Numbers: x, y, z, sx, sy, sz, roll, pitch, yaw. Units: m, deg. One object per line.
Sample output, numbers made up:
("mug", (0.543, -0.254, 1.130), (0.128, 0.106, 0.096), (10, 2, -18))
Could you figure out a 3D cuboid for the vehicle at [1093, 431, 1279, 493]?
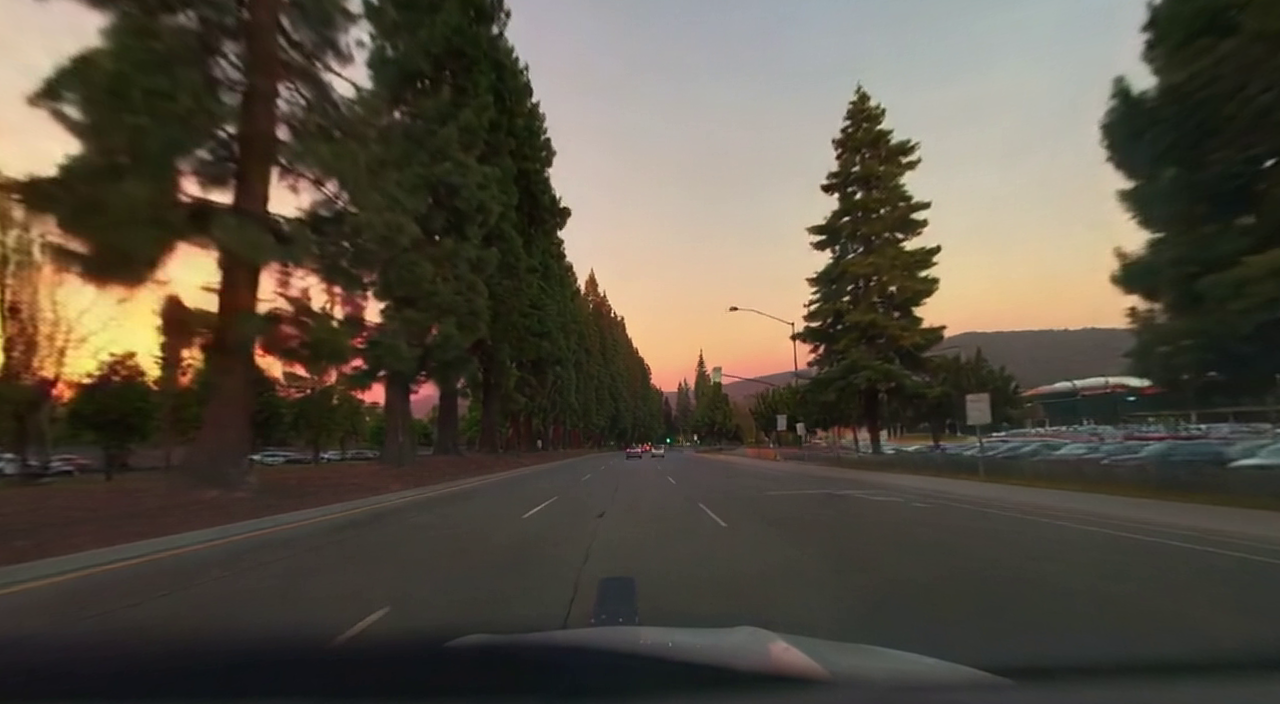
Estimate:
("vehicle", (17.313, 3.404, 19.721), (4.609, 1.809, 2.095), (0, -8, 1))
